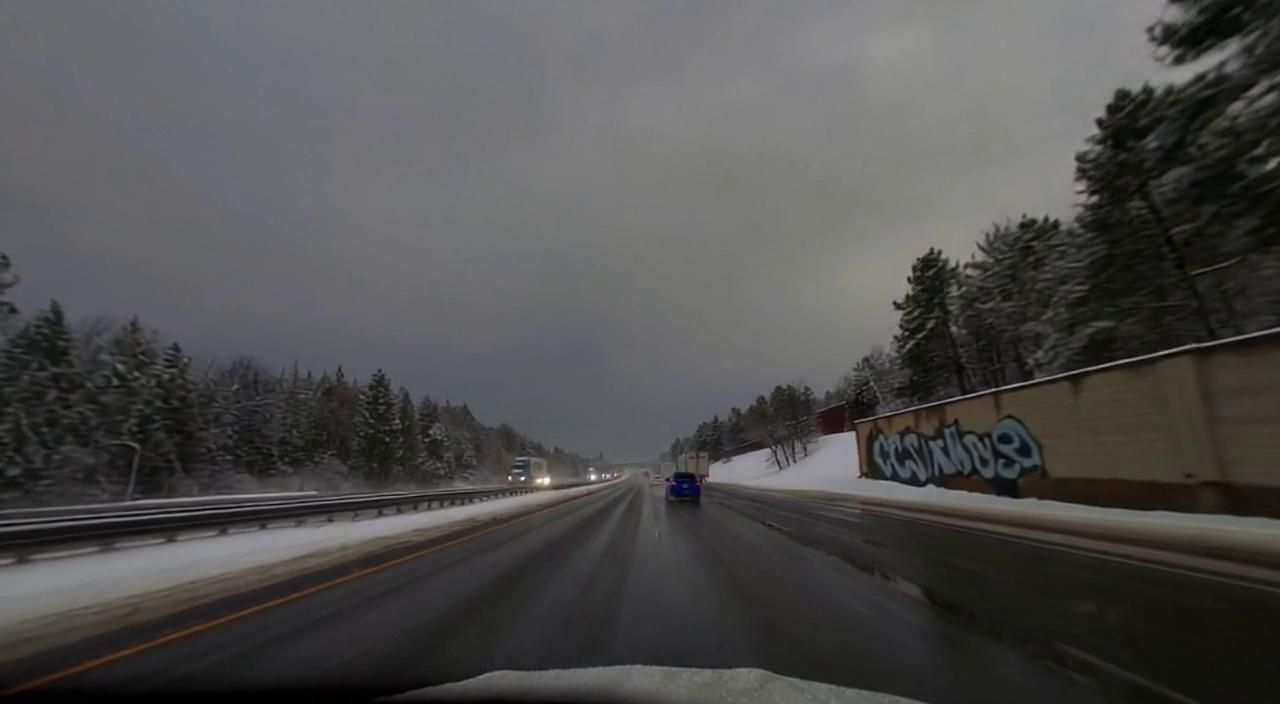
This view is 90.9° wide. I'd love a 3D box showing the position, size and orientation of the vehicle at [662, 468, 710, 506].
[{"bbox_3d":[2.099,6.293,29.544,2.011,1.574,3.512,2,-10,1],"label":"vehicle"}]
